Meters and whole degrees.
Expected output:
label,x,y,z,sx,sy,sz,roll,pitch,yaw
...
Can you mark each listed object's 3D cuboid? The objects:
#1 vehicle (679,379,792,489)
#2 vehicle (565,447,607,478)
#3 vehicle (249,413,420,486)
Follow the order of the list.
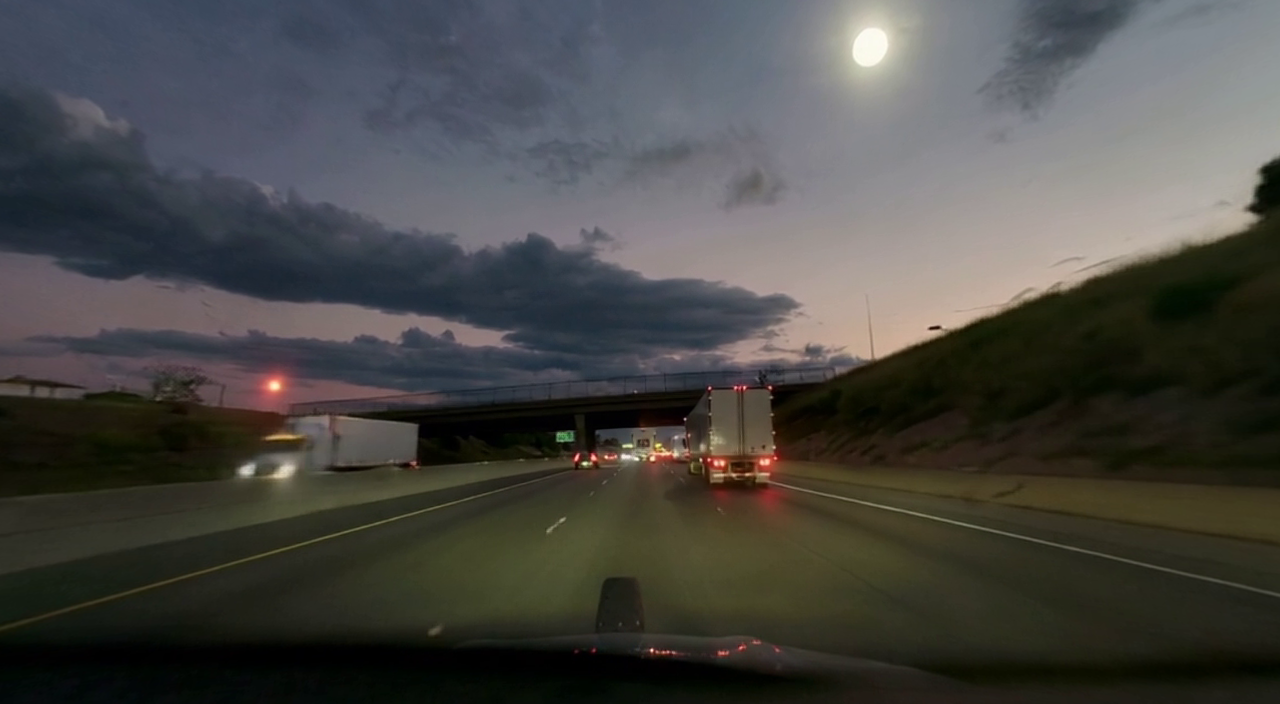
label,x,y,z,sx,sy,sz,roll,pitch,yaw
vehicle,4.016,4.292,31.607,3.131,4.037,16.729,0,-9,0
vehicle,-2.998,6.229,35.893,2.007,1.647,3.854,0,-9,1
vehicle,-18.996,6.433,41.643,2.894,3.819,16.777,0,-9,0
